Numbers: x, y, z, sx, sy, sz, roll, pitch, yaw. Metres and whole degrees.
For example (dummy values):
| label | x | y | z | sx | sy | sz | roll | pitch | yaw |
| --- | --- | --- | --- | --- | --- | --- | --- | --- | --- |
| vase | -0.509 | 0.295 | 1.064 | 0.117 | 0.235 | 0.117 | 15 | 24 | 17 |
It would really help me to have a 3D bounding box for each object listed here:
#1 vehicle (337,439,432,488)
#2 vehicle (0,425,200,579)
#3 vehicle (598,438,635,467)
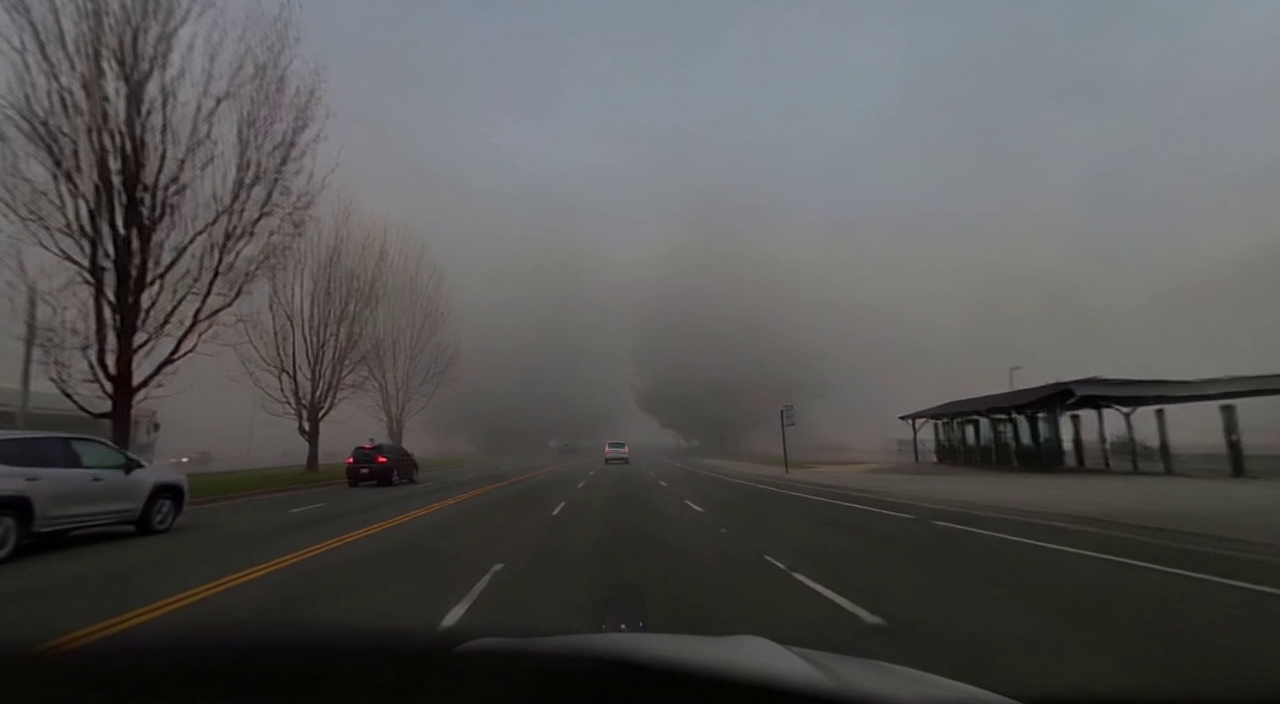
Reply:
| label | x | y | z | sx | sy | sz | roll | pitch | yaw |
| --- | --- | --- | --- | --- | --- | --- | --- | --- | --- |
| vehicle | -10.090 | 4.423 | 25.398 | 2.097 | 1.782 | 4.682 | 0 | -8 | -3 |
| vehicle | -8.384 | 1.845 | 8.123 | 2.181 | 1.728 | 4.515 | 0 | -8 | -1 |
| vehicle | -1.568 | 6.772 | 42.588 | 2.345 | 1.803 | 4.261 | 0 | -8 | -2 |
